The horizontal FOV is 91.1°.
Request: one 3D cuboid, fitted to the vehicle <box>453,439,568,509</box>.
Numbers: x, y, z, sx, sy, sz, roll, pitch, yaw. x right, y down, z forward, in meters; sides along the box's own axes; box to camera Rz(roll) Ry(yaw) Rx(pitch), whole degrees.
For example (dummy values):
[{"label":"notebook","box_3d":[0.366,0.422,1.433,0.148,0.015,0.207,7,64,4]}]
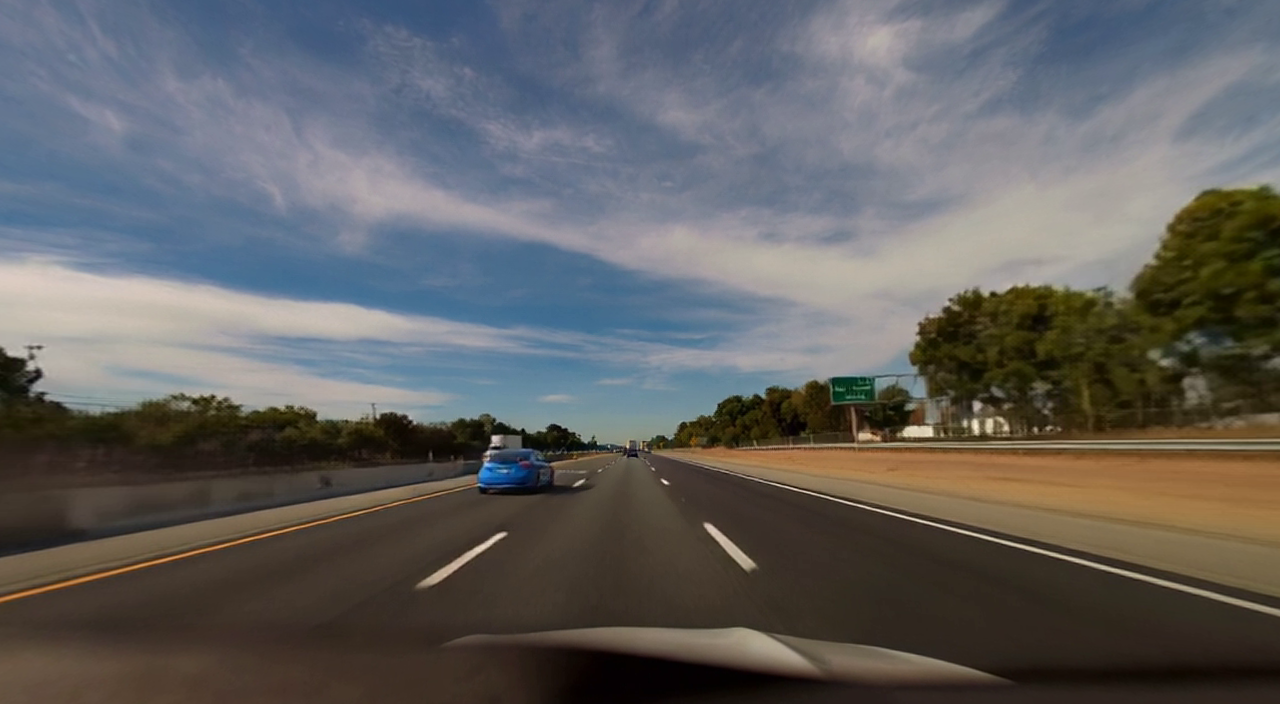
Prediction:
[{"label":"vehicle","box_3d":[-3.254,3.169,16.826,2.069,1.573,4.589,0,-9,1]}]
